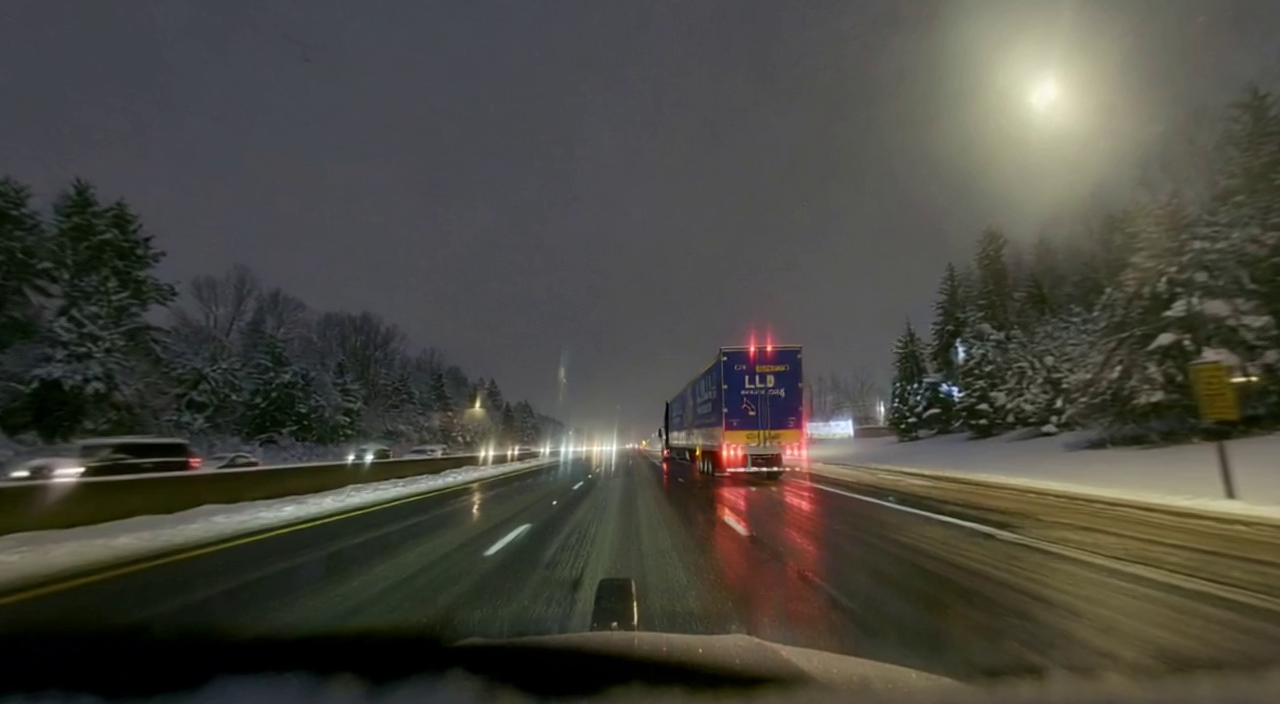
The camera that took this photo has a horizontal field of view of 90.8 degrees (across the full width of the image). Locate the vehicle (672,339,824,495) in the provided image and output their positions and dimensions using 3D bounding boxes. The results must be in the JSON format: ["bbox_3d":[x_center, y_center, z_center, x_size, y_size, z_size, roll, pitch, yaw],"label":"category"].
[{"bbox_3d":[3.424,3.063,26.265,2.891,4.387,17.121,0,-9,-2],"label":"vehicle"}]

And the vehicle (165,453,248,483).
[{"bbox_3d":[-22.149,5.917,32.455,1.761,1.356,3.623,0,-9,-3],"label":"vehicle"}]

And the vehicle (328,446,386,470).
[{"bbox_3d":[-18.692,6.998,41.941,1.957,1.484,4.188,0,-9,-2],"label":"vehicle"}]

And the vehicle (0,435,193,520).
[{"bbox_3d":[-10.189,2.248,11.700,1.525,1.342,3.168,0,-9,-2],"label":"vehicle"}]
